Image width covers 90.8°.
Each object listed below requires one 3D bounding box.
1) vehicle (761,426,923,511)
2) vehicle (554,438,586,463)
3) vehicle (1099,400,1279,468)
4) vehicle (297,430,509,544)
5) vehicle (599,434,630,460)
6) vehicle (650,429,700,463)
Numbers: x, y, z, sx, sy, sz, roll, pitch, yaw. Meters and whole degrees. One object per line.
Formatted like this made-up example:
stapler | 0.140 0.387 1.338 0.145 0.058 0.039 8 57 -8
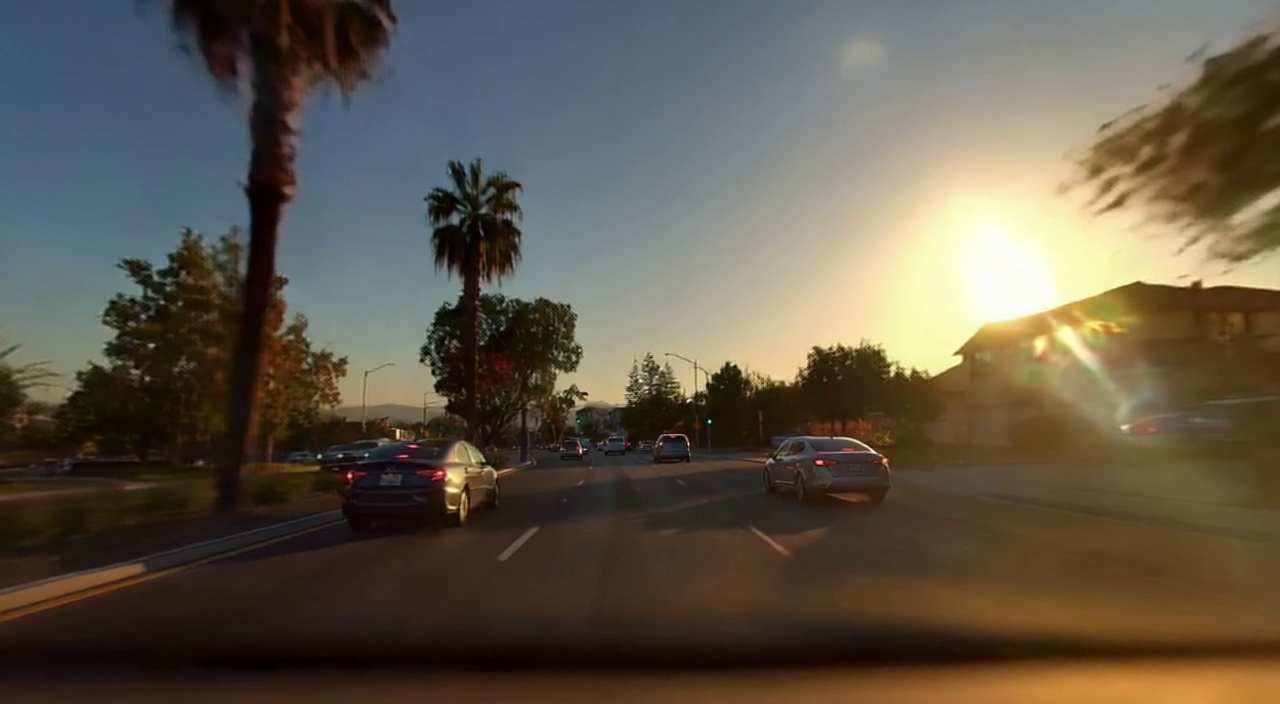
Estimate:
vehicle | 3.994 2.364 13.279 1.870 1.491 4.009 0 -8 -3
vehicle | -4.578 6.482 41.780 1.922 1.577 4.140 0 -8 -5
vehicle | 16.072 2.376 17.985 1.978 1.669 4.515 2 -9 -15
vehicle | -3.540 2.073 10.426 1.924 1.473 4.200 0 -8 -1
vehicle | -1.950 7.175 47.775 2.164 1.867 4.254 0 -8 -5
vehicle | 2.085 5.918 39.870 2.391 1.960 5.600 0 -8 -4
